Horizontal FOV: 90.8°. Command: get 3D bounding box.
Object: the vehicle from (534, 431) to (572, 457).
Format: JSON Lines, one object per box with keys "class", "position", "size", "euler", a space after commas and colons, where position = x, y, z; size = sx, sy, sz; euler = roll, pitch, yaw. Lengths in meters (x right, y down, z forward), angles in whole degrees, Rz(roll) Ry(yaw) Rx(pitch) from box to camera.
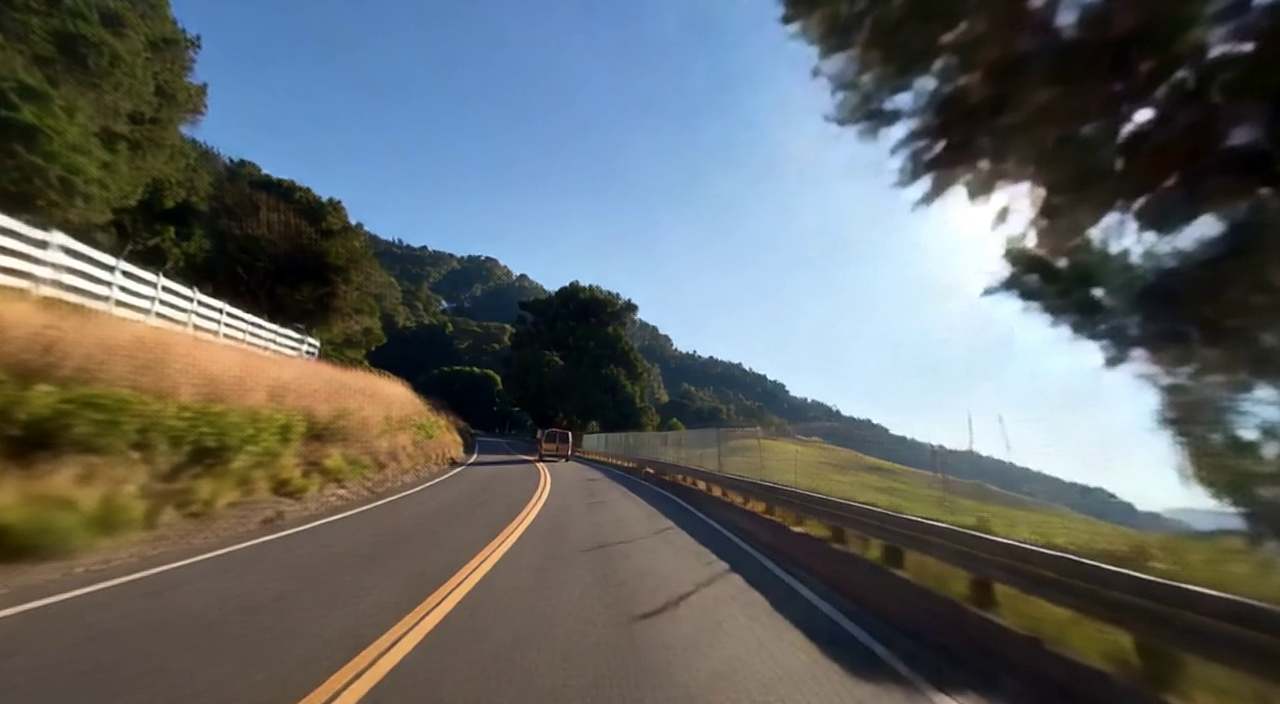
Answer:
{"class": "vehicle", "position": [-6.762, 7.096, 48.659], "size": [2.439, 1.912, 5.605], "euler": [2, -9, -12]}
